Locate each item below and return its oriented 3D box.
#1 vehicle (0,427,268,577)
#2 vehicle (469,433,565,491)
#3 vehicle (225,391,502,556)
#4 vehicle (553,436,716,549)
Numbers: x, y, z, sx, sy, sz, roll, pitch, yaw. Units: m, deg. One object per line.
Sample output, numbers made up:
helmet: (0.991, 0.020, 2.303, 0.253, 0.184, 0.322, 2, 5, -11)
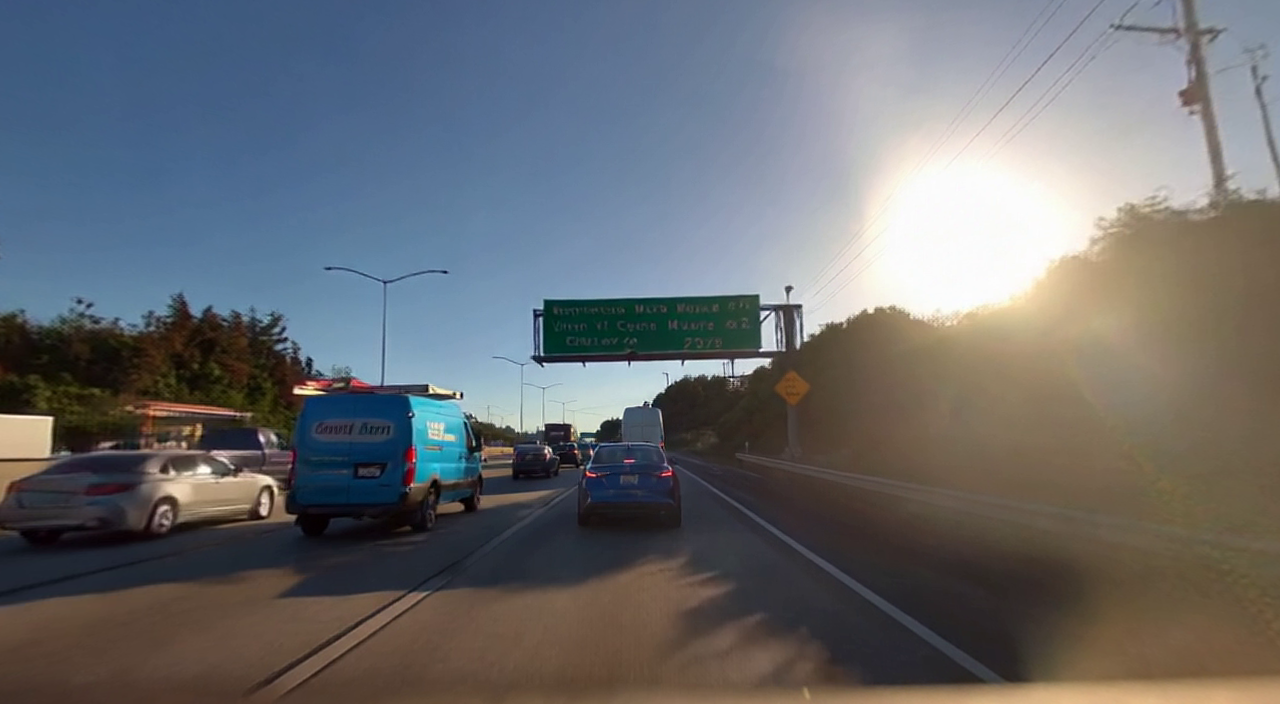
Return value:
vehicle: (-7.392, 1.825, 8.425, 1.933, 1.506, 4.504, 0, -8, 1)
vehicle: (-3.821, 3.494, 20.383, 2.114, 1.657, 4.432, 0, -8, 1)
vehicle: (-3.819, 1.788, 9.867, 2.142, 1.952, 4.556, 0, -8, 2)
vehicle: (-0.061, 2.083, 10.033, 2.054, 1.421, 4.090, 0, -8, 0)
